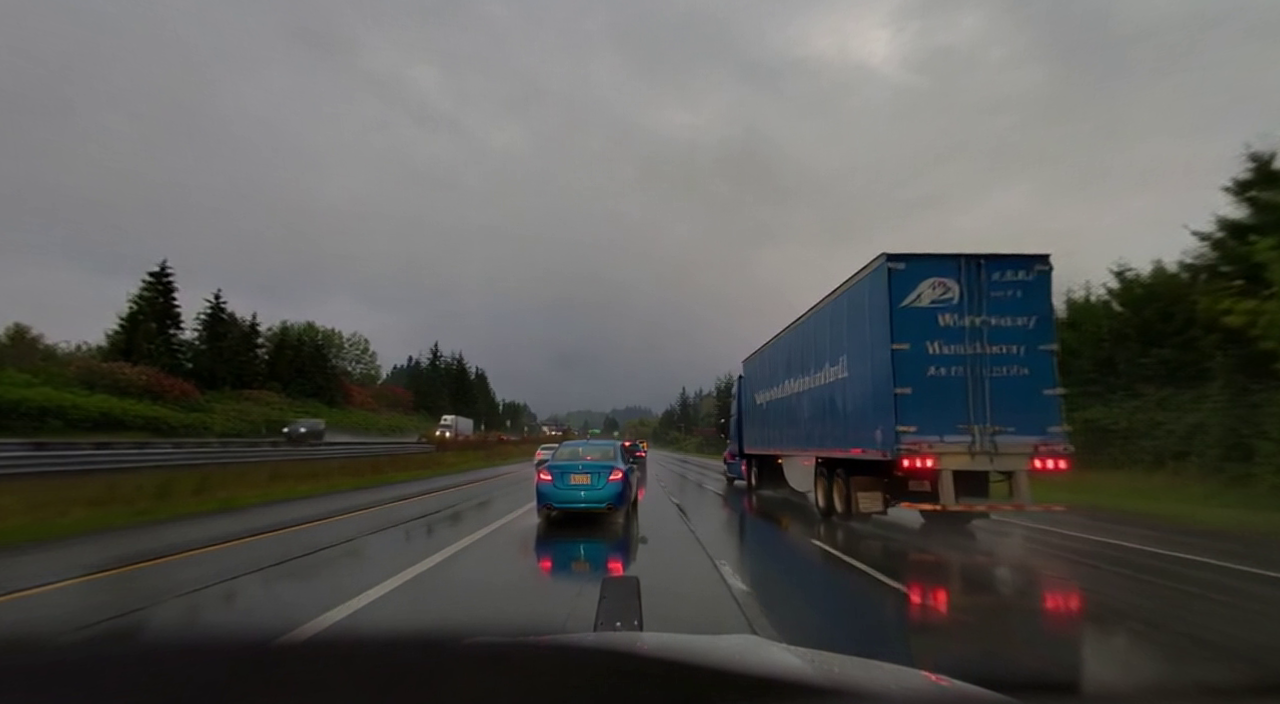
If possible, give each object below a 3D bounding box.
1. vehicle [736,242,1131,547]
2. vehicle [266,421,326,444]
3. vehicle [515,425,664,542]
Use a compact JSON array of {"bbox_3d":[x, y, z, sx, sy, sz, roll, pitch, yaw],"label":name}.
[{"bbox_3d":[4.865,1.558,15.302,2.825,4.043,14.051,0,-9,0],"label":"vehicle"},{"bbox_3d":[-23.795,5.621,43.612,1.896,1.456,4.407,0,-9,-4],"label":"vehicle"},{"bbox_3d":[-0.695,2.099,10.557,2.038,1.582,3.729,0,-9,0],"label":"vehicle"}]
